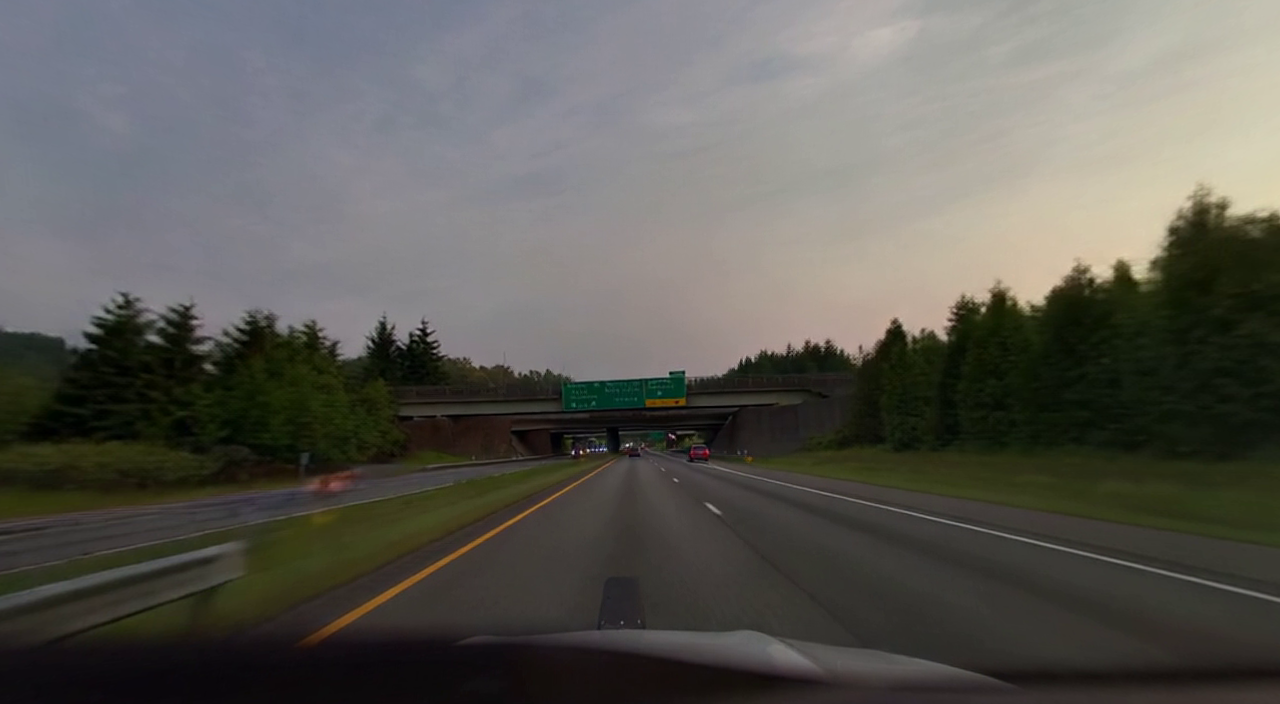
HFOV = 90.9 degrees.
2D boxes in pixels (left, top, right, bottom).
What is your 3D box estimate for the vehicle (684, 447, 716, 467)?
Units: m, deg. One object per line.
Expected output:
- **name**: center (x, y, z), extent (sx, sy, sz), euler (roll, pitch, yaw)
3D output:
- **vehicle**: center (4.443, 7.846, 47.185), extent (1.987, 1.473, 4.244), euler (0, -9, 0)
